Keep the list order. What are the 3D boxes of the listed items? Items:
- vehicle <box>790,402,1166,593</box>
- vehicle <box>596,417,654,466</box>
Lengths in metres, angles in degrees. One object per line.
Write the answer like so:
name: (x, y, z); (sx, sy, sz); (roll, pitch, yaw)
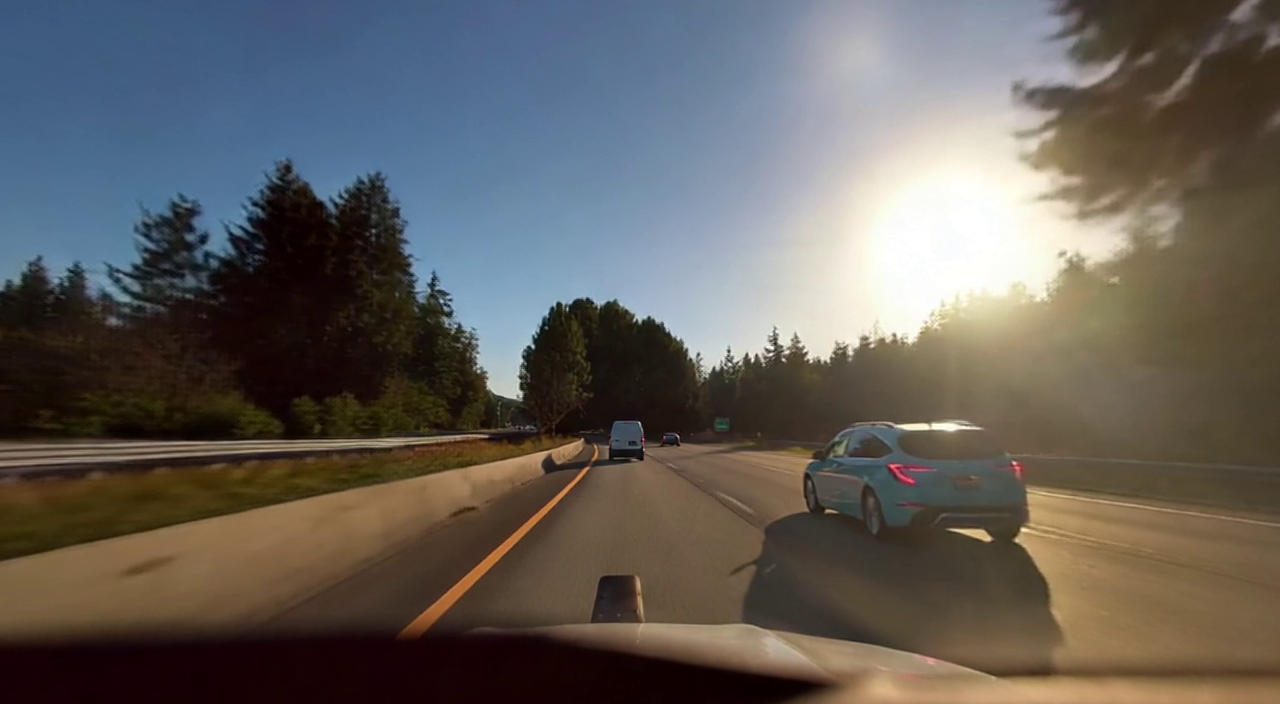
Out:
vehicle: (3.366, 1.502, 7.417); (2.078, 1.600, 4.012); (0, -8, -2)
vehicle: (-0.719, 3.972, 28.152); (2.403, 1.994, 4.683); (0, -8, -3)
